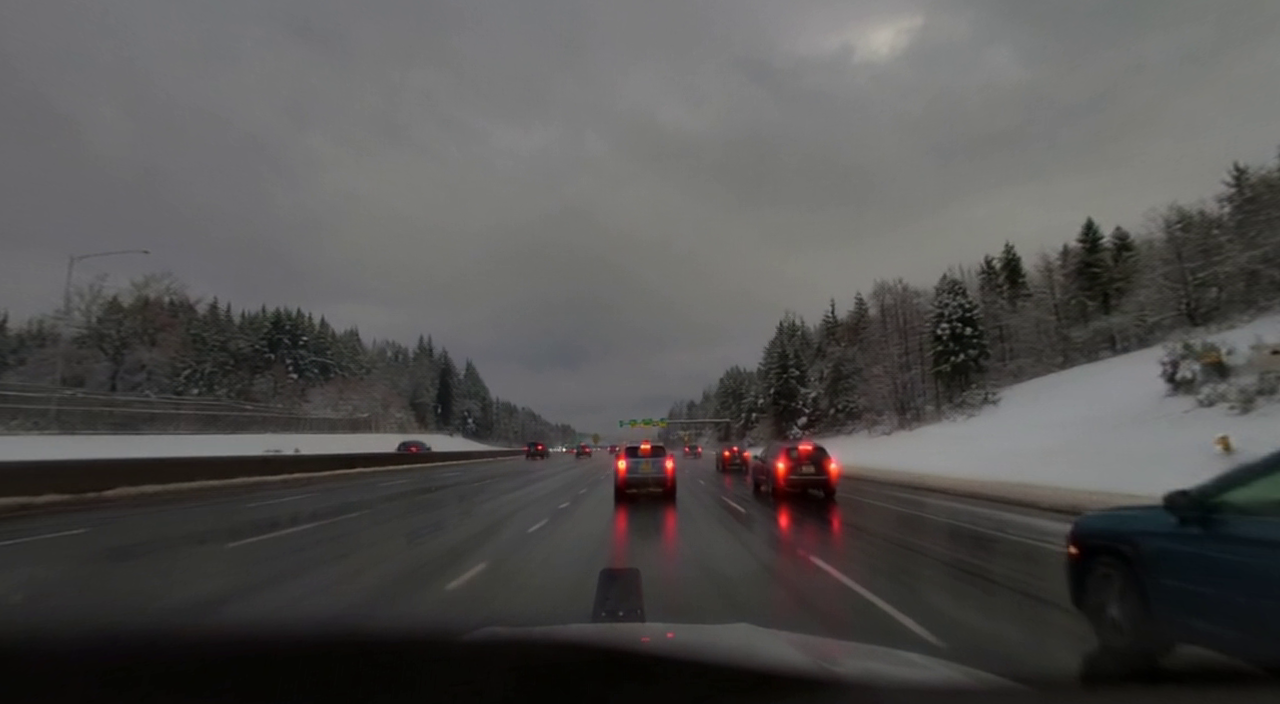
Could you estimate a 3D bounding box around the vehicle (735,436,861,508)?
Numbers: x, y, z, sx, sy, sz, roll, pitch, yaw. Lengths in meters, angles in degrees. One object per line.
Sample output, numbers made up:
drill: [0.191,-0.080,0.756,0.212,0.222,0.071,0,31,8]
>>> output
vehicle: [3.709,2.888,15.577,2.044,1.523,3.947,0,-9,-1]

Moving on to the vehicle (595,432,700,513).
vehicle: [0.161,2.647,14.262,2.044,1.554,3.824,0,-9,0]

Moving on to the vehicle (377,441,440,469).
vehicle: [-14.334,6.406,39.341,2.055,1.613,4.955,0,-9,0]

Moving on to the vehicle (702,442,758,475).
vehicle: [4.296,5.170,30.818,2.002,1.499,4.710,0,-9,-1]

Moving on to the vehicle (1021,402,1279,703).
vehicle: [3.663,0.895,2.152,1.979,1.504,4.377,0,-9,0]
